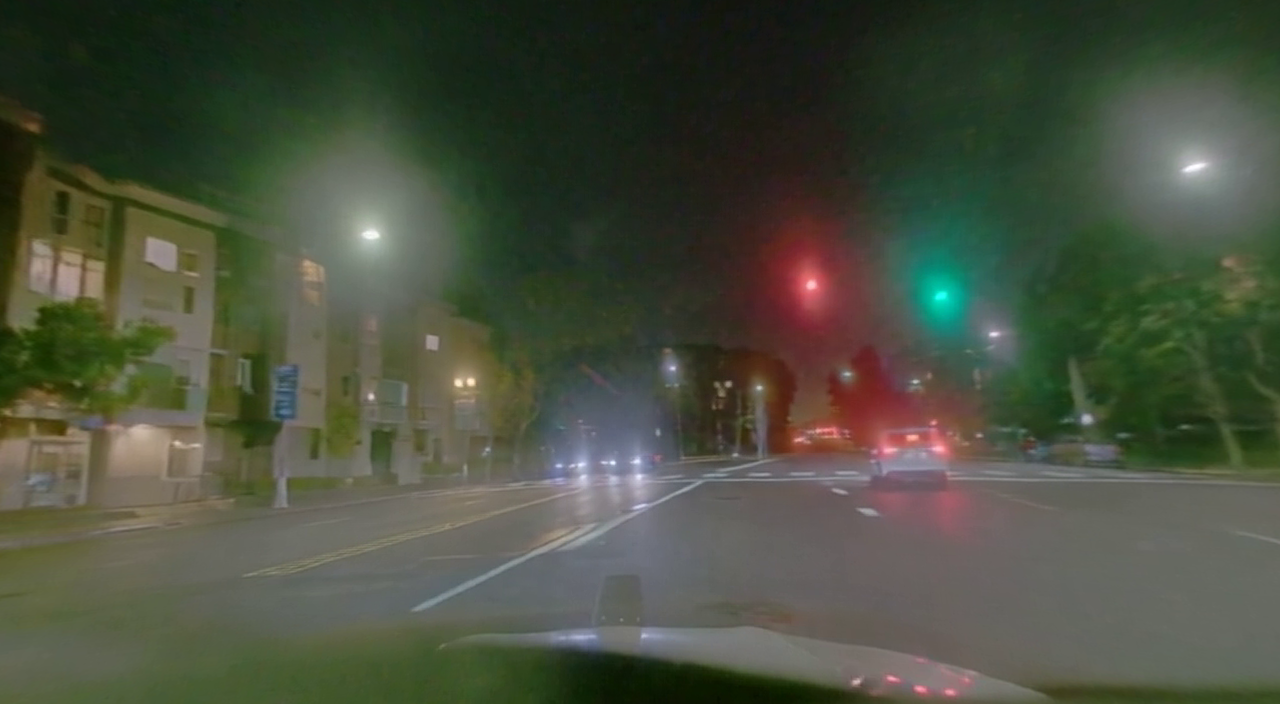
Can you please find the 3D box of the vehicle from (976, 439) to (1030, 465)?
[{"bbox_3d":[25.666,7.071,44.838,1.833,1.753,4.611,-2,-9,12],"label":"vehicle"}]

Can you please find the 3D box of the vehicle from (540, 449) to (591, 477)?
[{"bbox_3d":[-4.971,7.514,43.026,2.075,1.708,4.335,-2,-9,13],"label":"vehicle"}]

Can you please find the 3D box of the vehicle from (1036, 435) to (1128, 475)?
[{"bbox_3d":[22.855,5.335,32.922,2.181,1.876,4.723,-2,-9,13],"label":"vehicle"}]

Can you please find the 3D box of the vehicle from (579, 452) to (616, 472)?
[{"bbox_3d":[-3.279,8.589,49.405,1.719,1.440,4.201,-2,-9,14],"label":"vehicle"}]

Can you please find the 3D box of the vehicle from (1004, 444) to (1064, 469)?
[{"bbox_3d":[24.380,6.451,39.289,1.802,1.444,4.318,-2,-9,13],"label":"vehicle"}]
